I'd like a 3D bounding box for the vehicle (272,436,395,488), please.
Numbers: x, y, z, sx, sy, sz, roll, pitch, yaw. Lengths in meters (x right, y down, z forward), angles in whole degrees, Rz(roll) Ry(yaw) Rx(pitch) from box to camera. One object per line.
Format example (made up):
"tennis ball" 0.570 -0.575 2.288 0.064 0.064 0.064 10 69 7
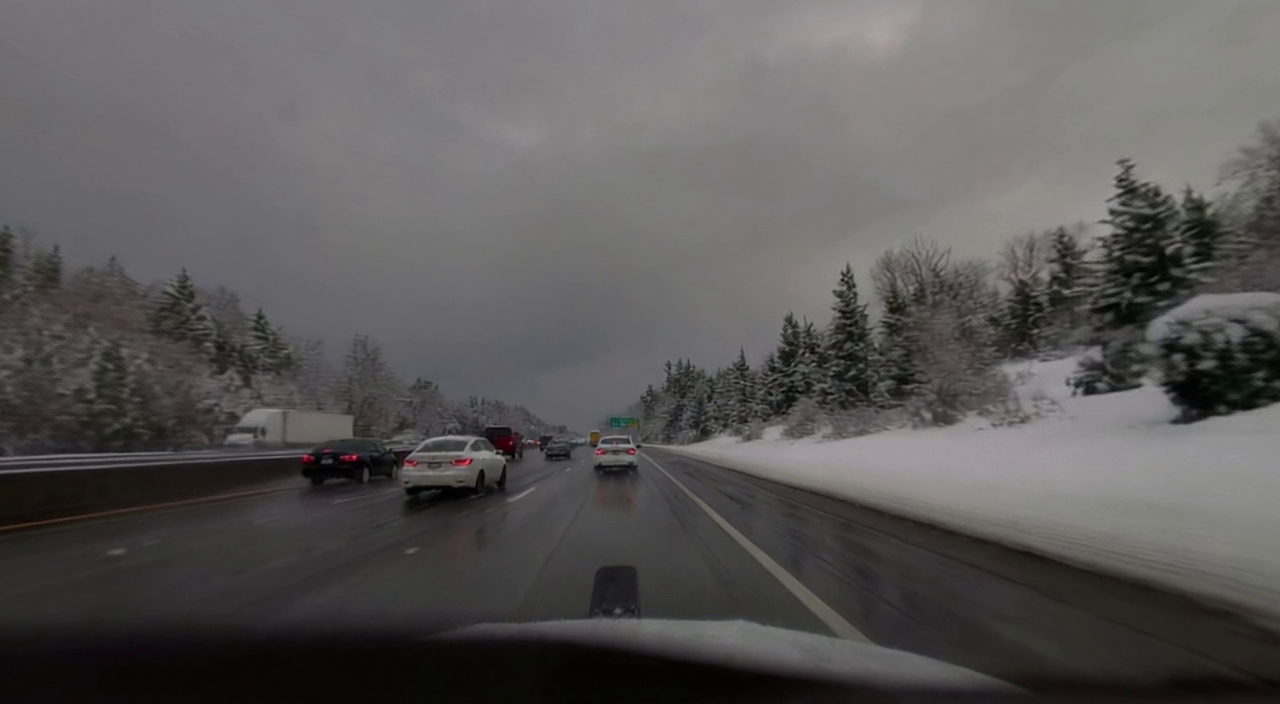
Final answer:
"vehicle" -9.342 3.341 19.555 1.850 1.439 3.932 0 -8 0

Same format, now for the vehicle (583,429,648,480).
"vehicle" -0.874 3.686 22.986 2.178 1.658 3.916 0 -8 -2

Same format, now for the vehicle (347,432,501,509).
"vehicle" -4.642 2.569 14.319 1.971 1.464 4.386 0 -8 0

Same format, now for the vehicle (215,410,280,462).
"vehicle" -30.421 6.537 48.813 2.981 3.860 2.886 0 -8 -2

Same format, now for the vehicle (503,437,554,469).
"vehicle" -5.343 4.899 30.679 1.835 1.432 3.835 0 -8 -1
